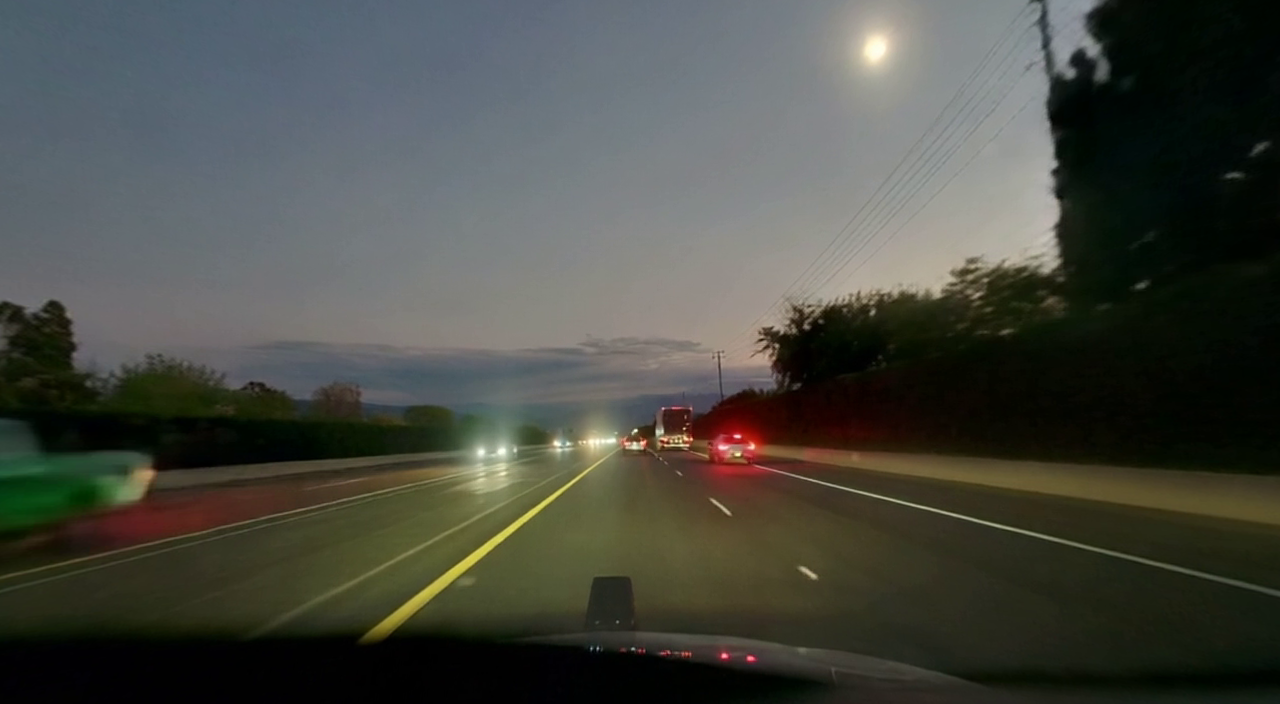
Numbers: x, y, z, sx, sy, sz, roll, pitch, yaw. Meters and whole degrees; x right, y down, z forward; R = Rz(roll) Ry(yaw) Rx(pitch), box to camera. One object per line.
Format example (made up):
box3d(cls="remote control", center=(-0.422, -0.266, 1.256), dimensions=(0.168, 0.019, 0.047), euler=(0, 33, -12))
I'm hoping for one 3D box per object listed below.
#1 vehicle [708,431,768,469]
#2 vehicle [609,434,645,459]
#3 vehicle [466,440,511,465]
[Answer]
box3d(cls="vehicle", center=(4.266, 4.301, 28.020), dimensions=(1.930, 1.573, 3.853), euler=(0, -8, -2))
box3d(cls="vehicle", center=(-0.833, 6.019, 40.324), dimensions=(2.163, 1.466, 3.693), euler=(0, -7, -1))
box3d(cls="vehicle", center=(-9.451, 6.278, 39.675), dimensions=(1.820, 1.451, 4.375), euler=(0, -8, 0))
